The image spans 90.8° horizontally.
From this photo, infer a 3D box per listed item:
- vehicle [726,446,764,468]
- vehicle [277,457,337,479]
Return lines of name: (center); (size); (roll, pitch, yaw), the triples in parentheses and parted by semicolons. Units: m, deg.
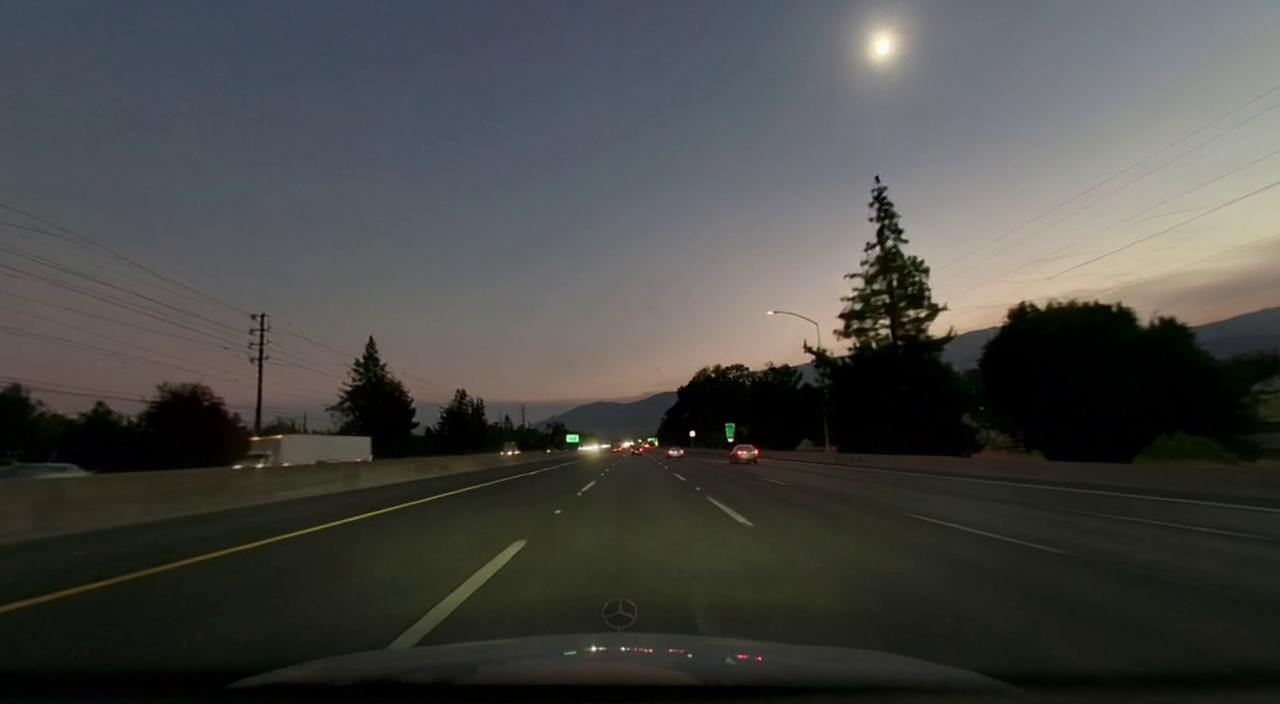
vehicle: (7.227, 7.258, 43.759); (1.817, 1.440, 4.075); (0, -9, -2)
vehicle: (-25.227, 8.750, 48.002); (2.340, 1.509, 4.076); (0, -9, 0)
